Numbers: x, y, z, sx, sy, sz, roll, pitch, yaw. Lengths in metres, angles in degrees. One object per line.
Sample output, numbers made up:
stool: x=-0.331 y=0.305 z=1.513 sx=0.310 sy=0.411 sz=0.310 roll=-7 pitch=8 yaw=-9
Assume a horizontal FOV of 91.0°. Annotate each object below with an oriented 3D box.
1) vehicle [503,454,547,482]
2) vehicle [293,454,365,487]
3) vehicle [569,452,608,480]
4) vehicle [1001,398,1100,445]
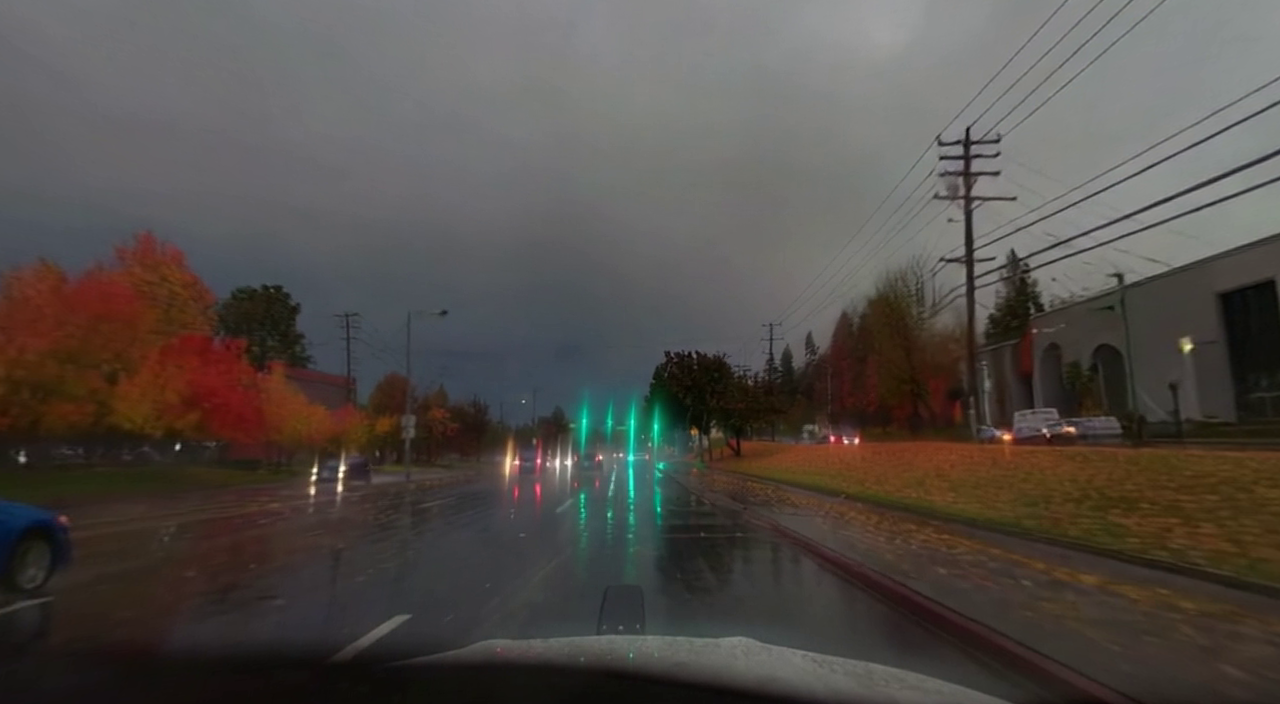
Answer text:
vehicle: x=-7.247 y=7.345 z=40.155 sx=1.932 sy=1.596 sz=4.247 roll=0 pitch=-9 yaw=1
vehicle: x=-21.155 y=8.071 z=43.098 sx=2.077 sy=2.020 sz=4.964 roll=0 pitch=-9 yaw=4
vehicle: x=-3.352 y=7.521 z=41.910 sx=2.085 sy=1.663 sz=4.513 roll=0 pitch=-9 yaw=2
vehicle: x=24.731 y=4.329 z=38.290 sx=2.347 sy=2.576 sz=5.846 roll=0 pitch=-9 yaw=5
